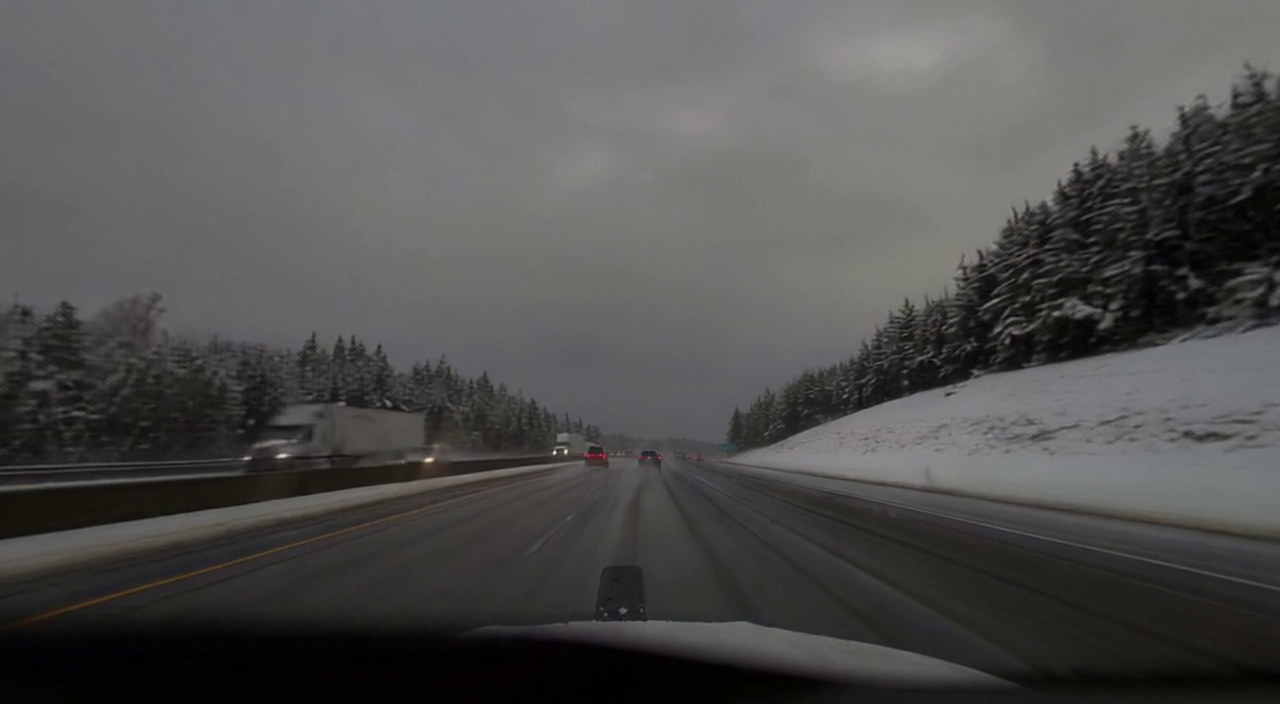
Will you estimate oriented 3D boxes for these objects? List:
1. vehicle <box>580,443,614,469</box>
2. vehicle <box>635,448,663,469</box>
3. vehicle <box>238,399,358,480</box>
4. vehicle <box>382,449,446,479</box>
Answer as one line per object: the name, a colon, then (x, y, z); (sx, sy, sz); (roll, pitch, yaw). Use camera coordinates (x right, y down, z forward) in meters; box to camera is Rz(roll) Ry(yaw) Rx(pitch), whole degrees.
vehicle: (-3.078, 7.543, 45.799); (2.143, 1.770, 4.283); (0, -9, 1)
vehicle: (0.696, 8.168, 48.659); (2.036, 1.519, 4.225); (0, -9, 0)
vehicle: (-18.741, 4.903, 35.082); (3.022, 4.046, 5.998); (0, -9, 1)
vehicle: (-11.990, 5.918, 33.659); (1.823, 1.483, 4.059); (0, -9, 1)
